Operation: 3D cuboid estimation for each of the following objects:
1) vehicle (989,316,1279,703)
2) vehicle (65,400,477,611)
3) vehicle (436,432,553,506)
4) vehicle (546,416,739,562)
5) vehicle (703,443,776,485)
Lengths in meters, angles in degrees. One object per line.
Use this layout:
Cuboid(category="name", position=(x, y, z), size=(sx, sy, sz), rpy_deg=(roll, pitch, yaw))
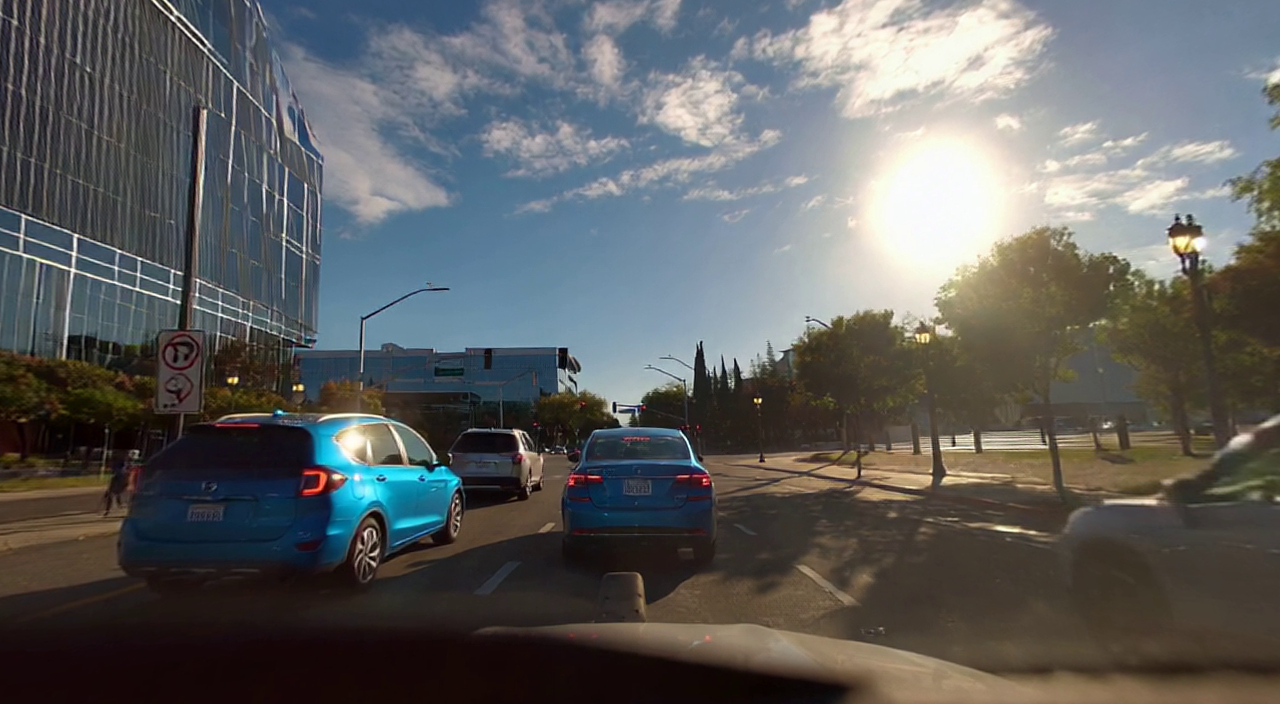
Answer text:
Cuboid(category="vehicle", position=(3.704, 0.751, 2.550), size=(2.026, 1.819, 4.579), rpy_deg=(0, -8, 2))
Cuboid(category="vehicle", position=(-3.553, 1.561, 7.357), size=(2.083, 1.691, 4.398), rpy_deg=(0, -8, 1))
Cuboid(category="vehicle", position=(-3.613, 2.994, 16.596), size=(2.068, 1.678, 4.199), rpy_deg=(0, -8, 0))
Cuboid(category="vehicle", position=(-0.001, 1.880, 9.409), size=(2.207, 1.659, 4.155), rpy_deg=(0, -8, -1))
Cuboid(category="vehicle", position=(3.724, 4.272, 24.513), size=(2.082, 1.445, 4.426), rpy_deg=(0, -8, 0))
